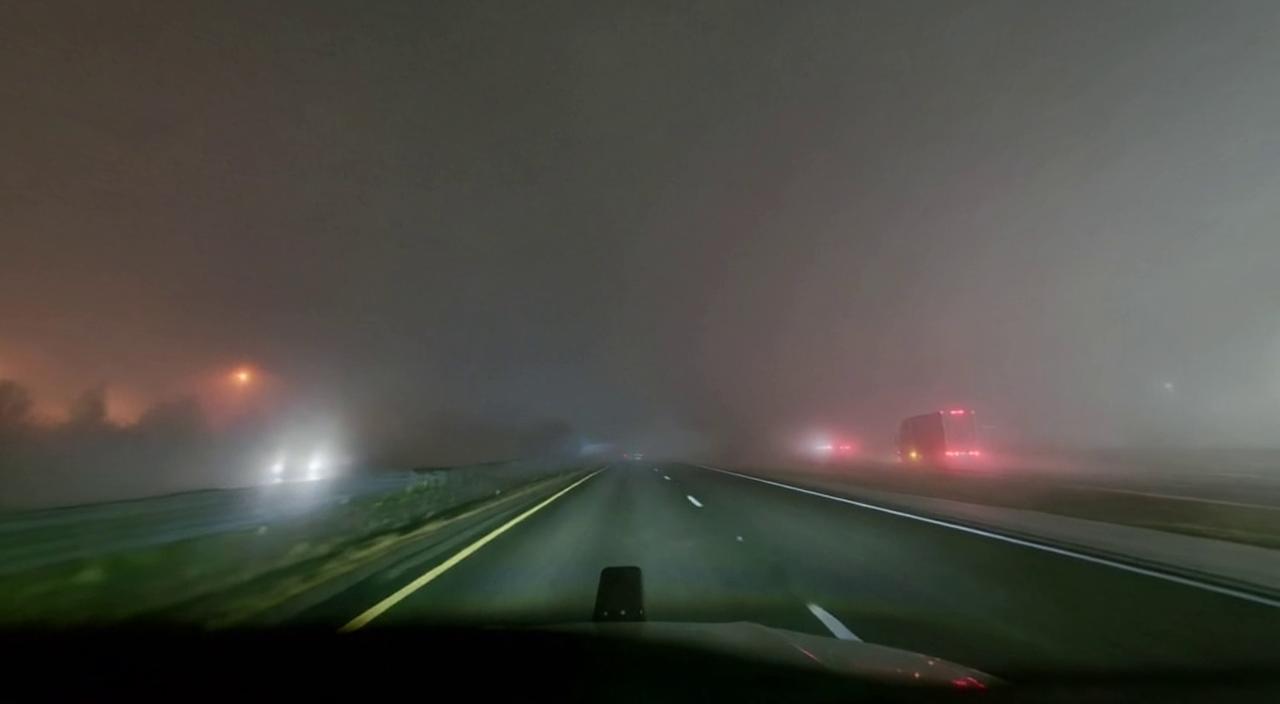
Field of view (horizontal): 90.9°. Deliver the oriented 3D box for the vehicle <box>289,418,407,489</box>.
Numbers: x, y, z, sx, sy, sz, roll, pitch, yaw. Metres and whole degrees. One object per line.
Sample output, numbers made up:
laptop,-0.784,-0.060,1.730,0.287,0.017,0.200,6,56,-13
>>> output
vehicle,-14.842,5.228,32.730,2.790,3.247,6.961,0,-9,-1
